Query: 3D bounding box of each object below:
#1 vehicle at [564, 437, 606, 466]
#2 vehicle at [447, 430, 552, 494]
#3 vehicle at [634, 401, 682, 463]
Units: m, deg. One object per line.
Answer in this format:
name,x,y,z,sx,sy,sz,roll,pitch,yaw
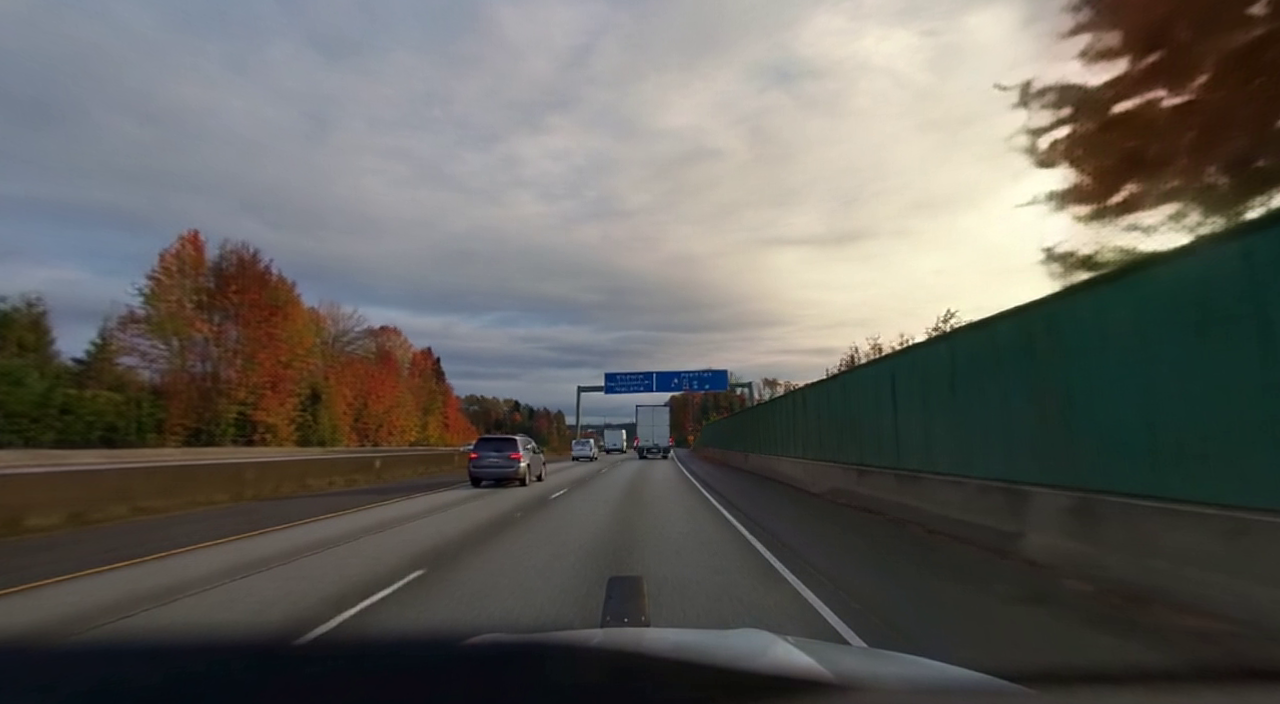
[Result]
vehicle,-3.112,5.729,36.509,1.962,1.575,4.158,0,-8,2
vehicle,-3.726,2.989,17.440,1.927,1.556,3.921,0,-8,1
vehicle,1.205,5.586,43.385,2.933,3.701,10.425,0,-8,1
